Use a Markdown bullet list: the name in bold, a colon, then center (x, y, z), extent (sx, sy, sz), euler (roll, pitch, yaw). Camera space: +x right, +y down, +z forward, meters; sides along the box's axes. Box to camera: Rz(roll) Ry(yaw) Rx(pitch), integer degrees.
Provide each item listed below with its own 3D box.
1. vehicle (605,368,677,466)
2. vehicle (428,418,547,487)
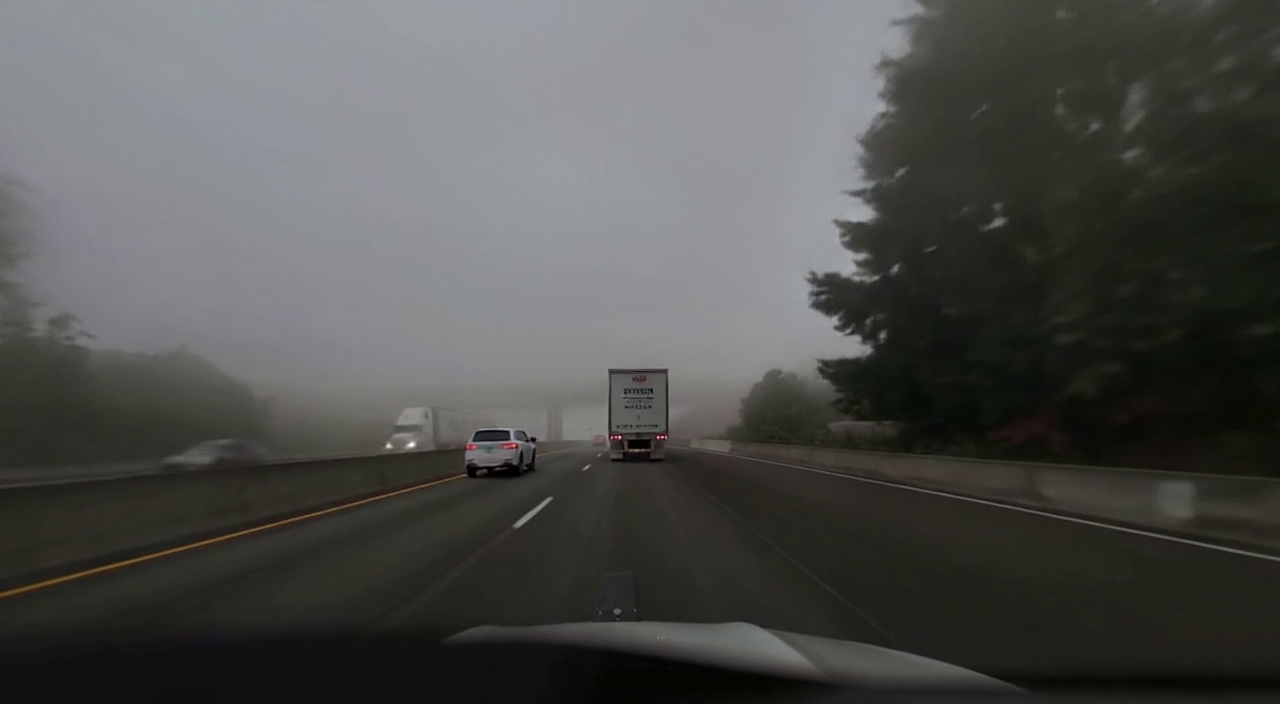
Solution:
- **vehicle**: center (-0.121, 3.481, 32.082), extent (2.906, 3.990, 12.551), euler (0, -8, -2)
- **vehicle**: center (-4.130, 2.815, 18.043), extent (2.167, 1.686, 4.946), euler (0, -8, 0)
